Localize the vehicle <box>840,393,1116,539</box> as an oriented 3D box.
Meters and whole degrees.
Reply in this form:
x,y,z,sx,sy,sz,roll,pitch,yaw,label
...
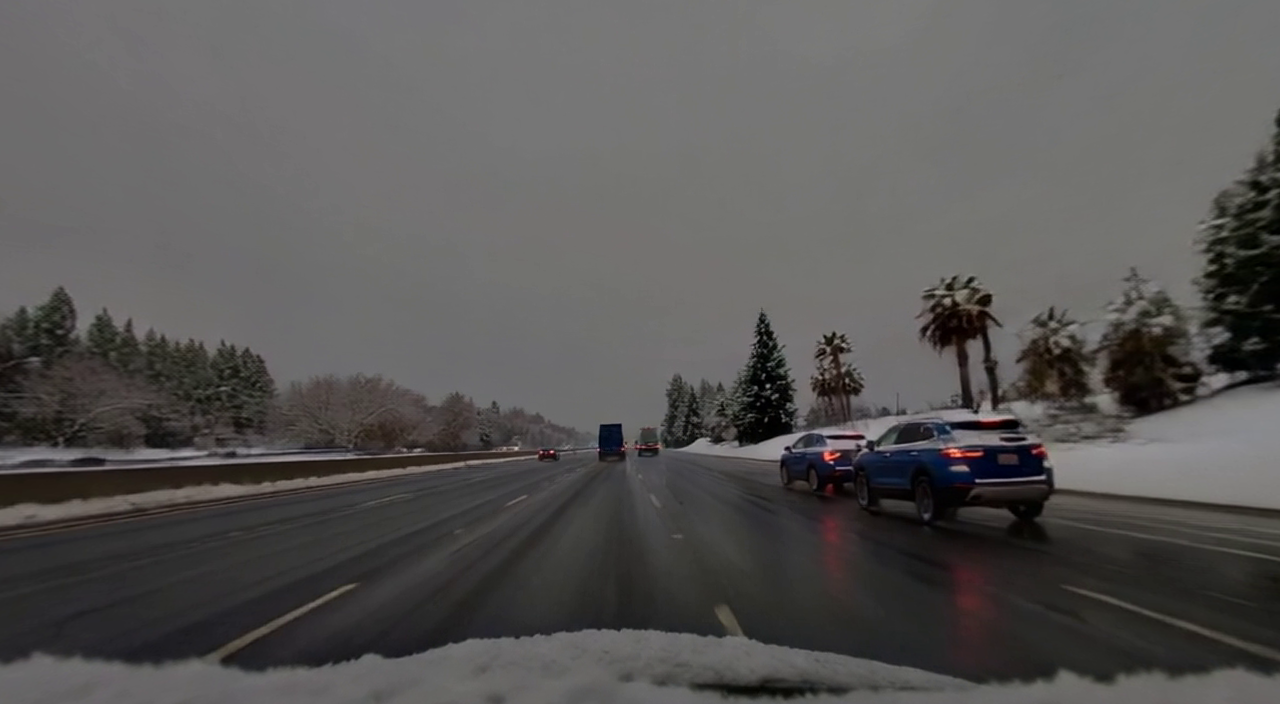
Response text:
x,y,z,sx,sy,sz,roll,pitch,yaw,label
5.977,2.095,12.213,2.408,2.210,4.999,0,-8,-2,vehicle

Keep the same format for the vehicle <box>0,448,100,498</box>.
x,y,z,sx,sy,sz,roll,pitch,yaw,label
-19.015,3.693,19.606,1.485,1.388,3.361,0,-8,-1,vehicle

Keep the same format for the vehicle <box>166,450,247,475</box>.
x,y,z,sx,sy,sz,roll,pitch,yaw,label
-31.124,7.928,45.489,2.111,1.620,5.359,0,-8,-1,vehicle
